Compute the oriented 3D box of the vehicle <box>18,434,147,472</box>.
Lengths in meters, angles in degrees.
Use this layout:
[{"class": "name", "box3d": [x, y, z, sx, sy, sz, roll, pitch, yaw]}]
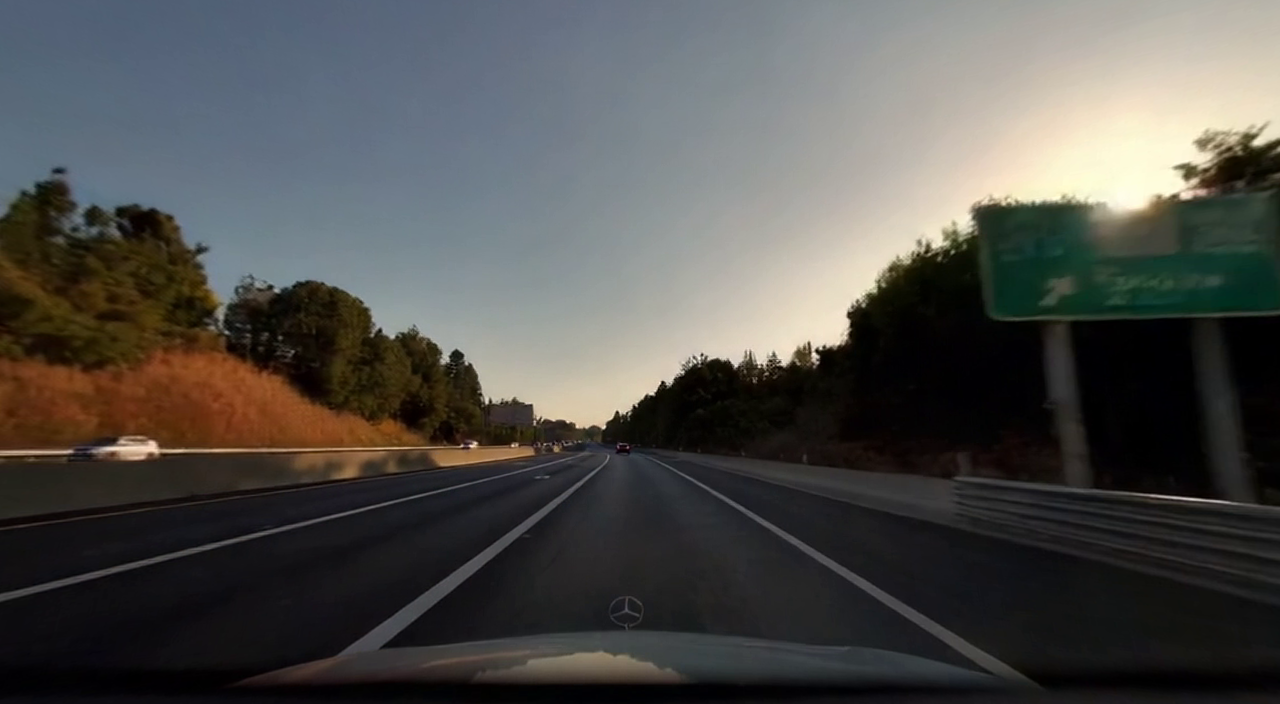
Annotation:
[{"class": "vehicle", "box3d": [-25.123, 4.563, 28.525, 1.848, 1.590, 4.326, 0, -9, 0]}]
